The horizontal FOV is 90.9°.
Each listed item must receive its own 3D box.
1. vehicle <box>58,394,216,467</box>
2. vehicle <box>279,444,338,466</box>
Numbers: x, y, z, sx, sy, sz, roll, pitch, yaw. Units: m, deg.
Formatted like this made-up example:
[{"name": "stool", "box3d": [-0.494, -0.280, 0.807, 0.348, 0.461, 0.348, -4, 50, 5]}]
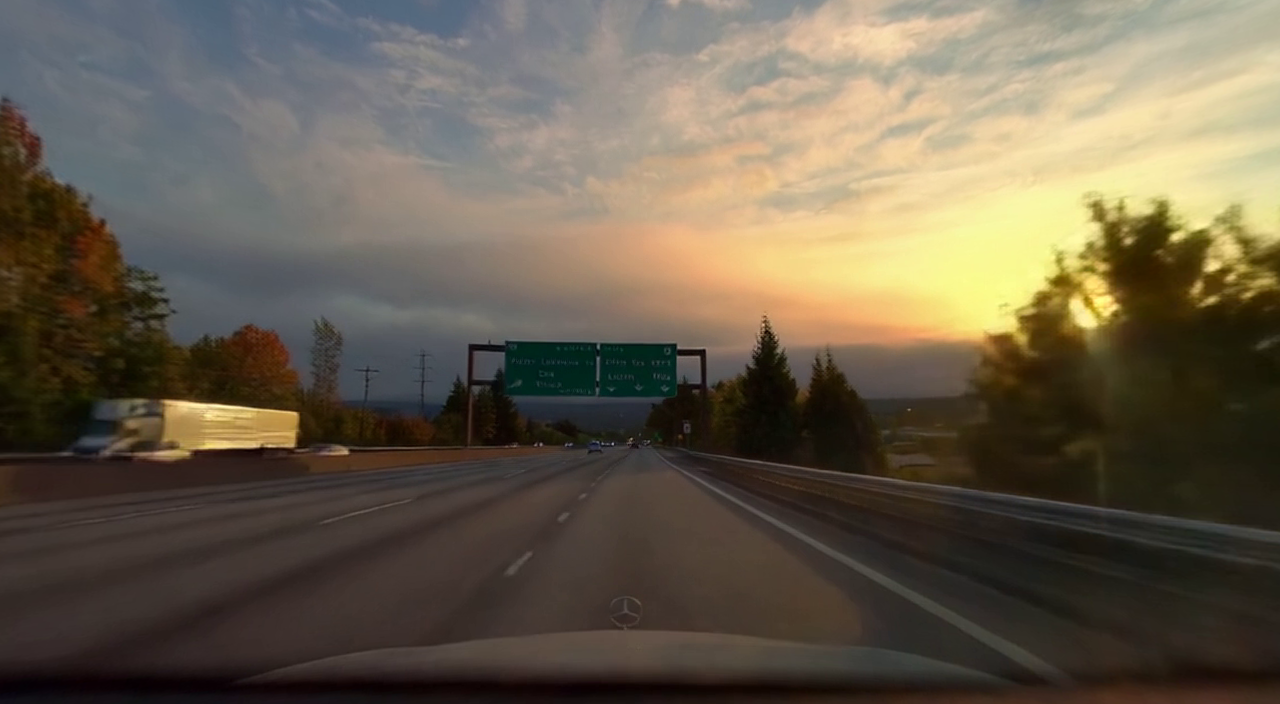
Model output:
[{"name": "vehicle", "box3d": [-28.262, 4.595, 35.971, 3.003, 3.733, 6.945, 0, -9, 1]}, {"name": "vehicle", "box3d": [-23.713, 7.397, 45.264, 1.836, 1.450, 4.415, 0, -9, -1]}]
